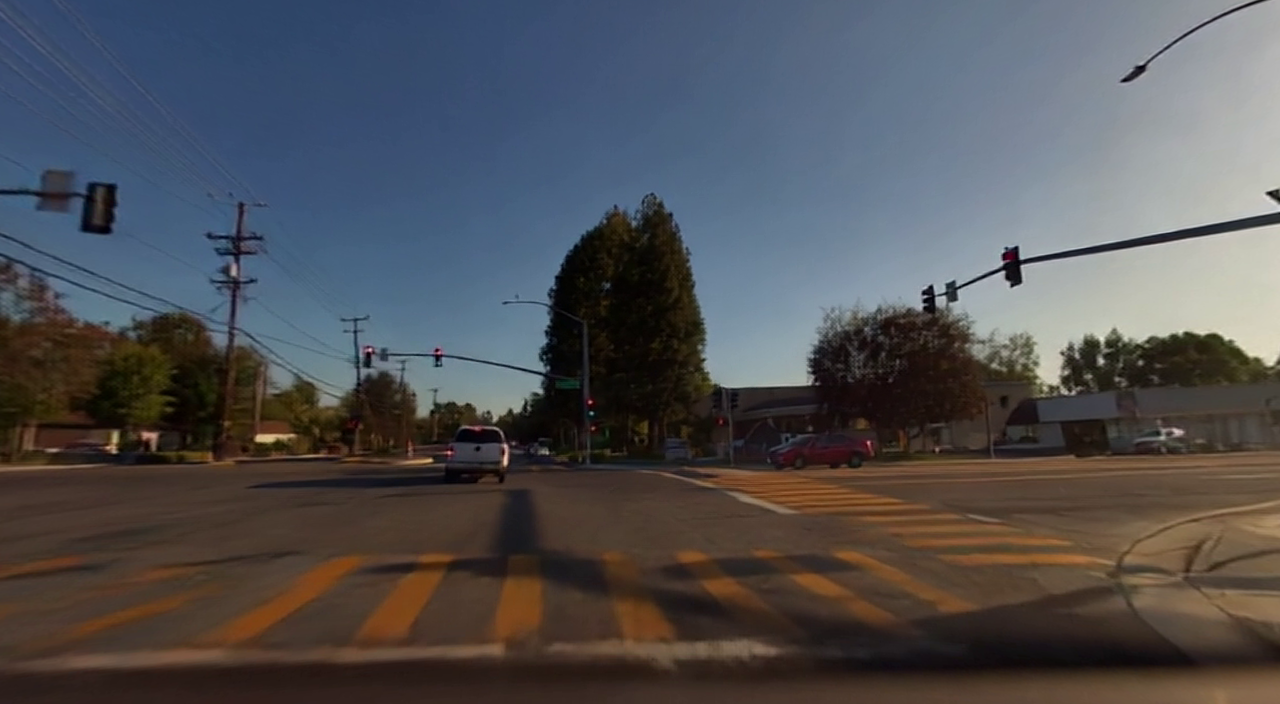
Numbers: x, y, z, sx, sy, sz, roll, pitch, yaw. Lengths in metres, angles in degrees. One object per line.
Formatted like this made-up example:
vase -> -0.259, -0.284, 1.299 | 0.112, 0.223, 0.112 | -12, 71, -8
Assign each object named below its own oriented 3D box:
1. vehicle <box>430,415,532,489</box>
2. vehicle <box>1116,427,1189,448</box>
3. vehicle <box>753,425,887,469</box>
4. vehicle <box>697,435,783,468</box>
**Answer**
vehicle -> -4.434, 2.893, 18.368 | 2.300, 1.868, 4.690 | 1, -9, -7
vehicle -> 35.632, 5.967, 43.678 | 3.805, 1.451, 1.641 | 1, -9, -7
vehicle -> 7.671, 4.057, 26.996 | 5.149, 1.725, 1.964 | 1, -8, -9
vehicle -> 4.953, 4.984, 31.521 | 3.990, 1.548, 1.780 | 0, -9, 0
